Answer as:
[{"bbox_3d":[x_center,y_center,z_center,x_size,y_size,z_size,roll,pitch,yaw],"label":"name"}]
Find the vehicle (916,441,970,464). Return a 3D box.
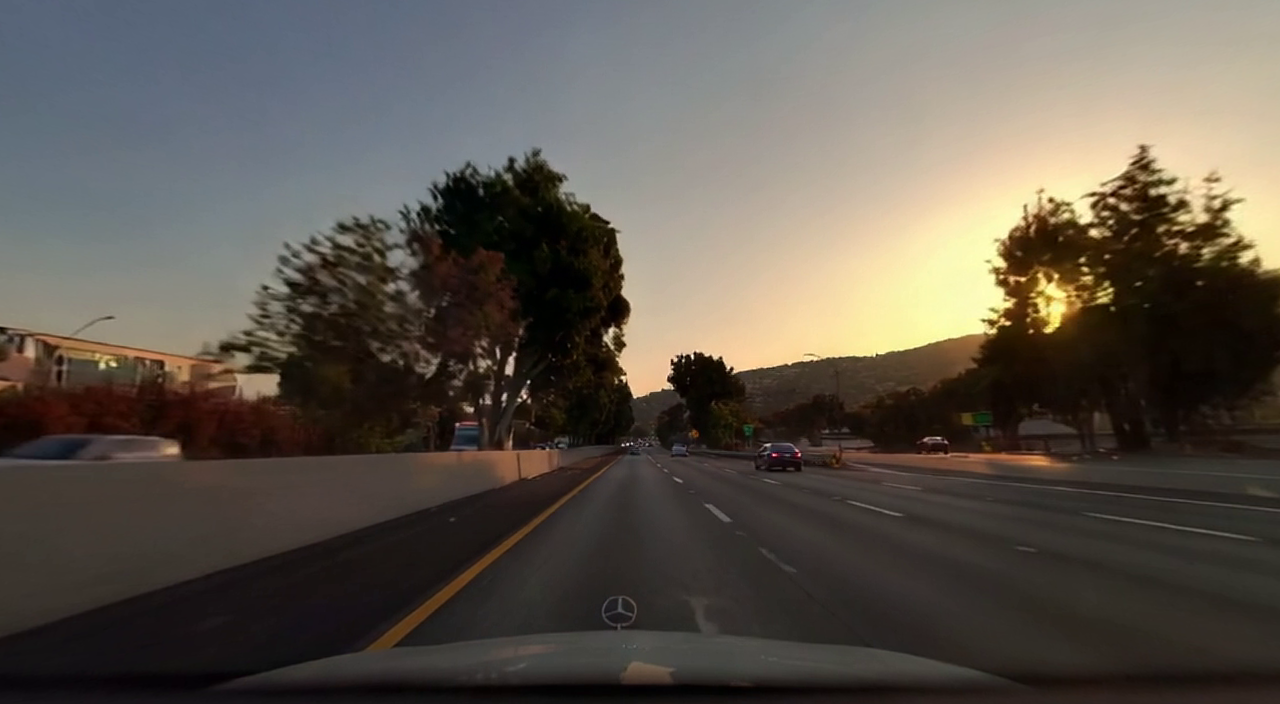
[{"bbox_3d":[21.930,7.272,45.892,1.826,1.530,4.462,0,-9,1],"label":"vehicle"}]

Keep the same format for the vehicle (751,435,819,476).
[{"bbox_3d":[6.552,4.732,29.112,2.030,1.706,4.279,0,-9,-1],"label":"vehicle"}]

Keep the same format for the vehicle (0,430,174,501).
[{"bbox_3d":[-14.821,2.824,16.142,2.000,1.529,5.012,0,-9,0],"label":"vehicle"}]
